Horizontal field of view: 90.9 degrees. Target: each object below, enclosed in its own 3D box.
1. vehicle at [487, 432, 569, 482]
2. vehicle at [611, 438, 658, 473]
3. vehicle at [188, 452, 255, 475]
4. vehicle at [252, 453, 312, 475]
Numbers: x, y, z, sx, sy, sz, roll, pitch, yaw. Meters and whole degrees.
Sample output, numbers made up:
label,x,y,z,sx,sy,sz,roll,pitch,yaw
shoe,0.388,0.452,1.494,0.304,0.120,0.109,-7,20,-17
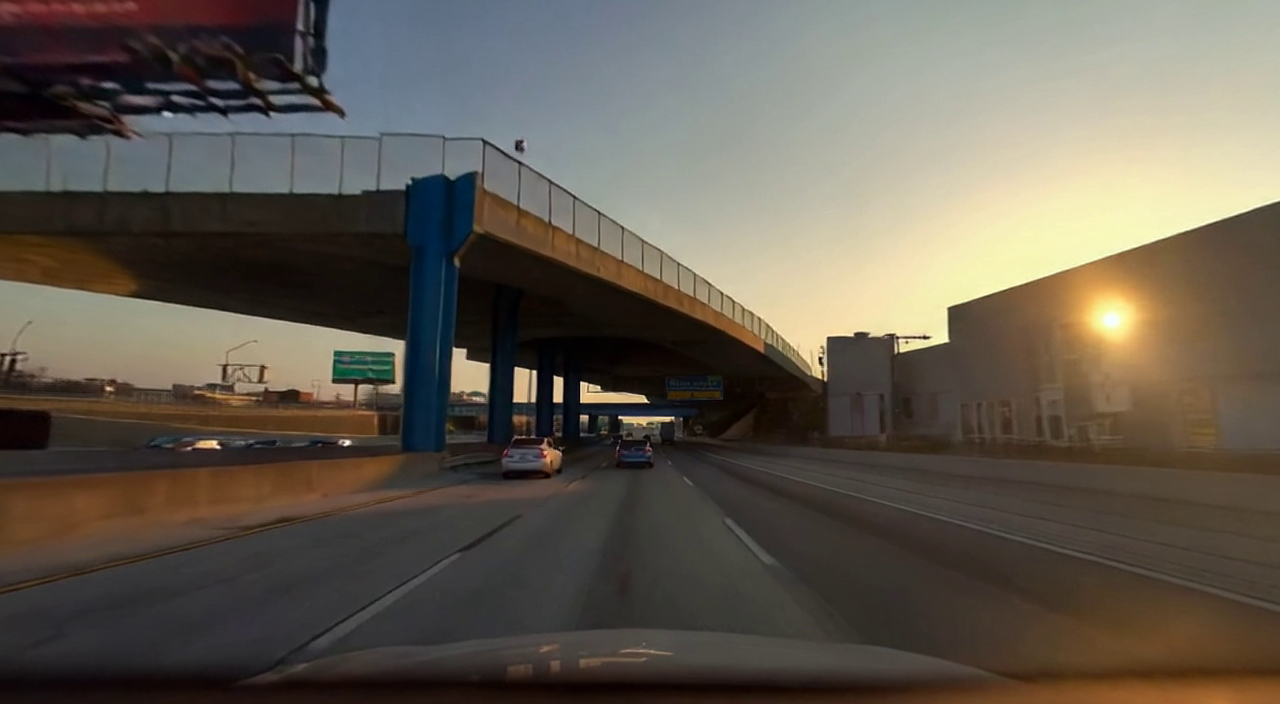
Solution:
label,x,y,z,sx,sy,sz,roll,pitch,yaw
vehicle,-3.857,3.695,22.547,2.064,1.589,4.213,0,-8,1
vehicle,-0.201,4.387,27.028,1.877,1.386,3.872,0,-8,0
vehicle,-31.873,8.457,48.220,1.938,1.598,4.624,0,-8,1
vehicle,-28.063,8.753,49.590,1.869,1.537,4.731,0,-8,1
